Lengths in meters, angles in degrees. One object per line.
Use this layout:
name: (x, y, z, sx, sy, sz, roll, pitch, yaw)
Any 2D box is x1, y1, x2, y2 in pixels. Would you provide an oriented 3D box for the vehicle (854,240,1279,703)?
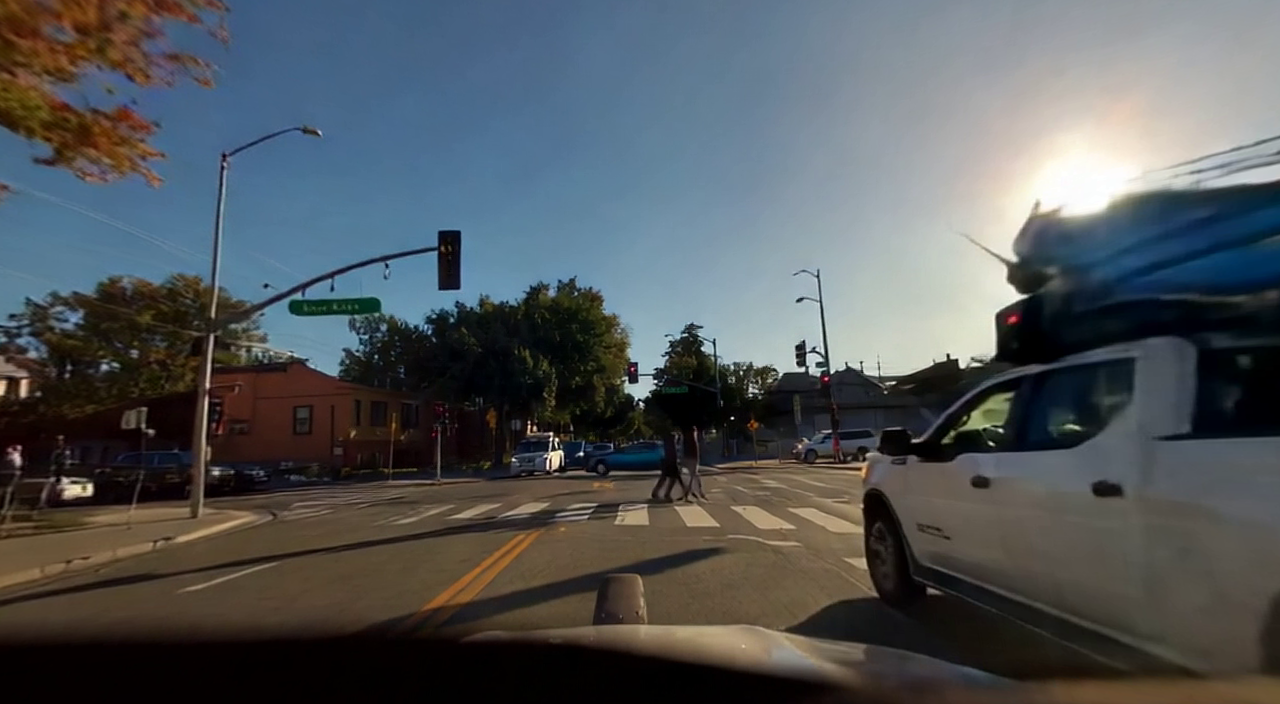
vehicle: (3.059, 0.810, 2.885, 2.177, 2.015, 5.463, 0, -9, -1)

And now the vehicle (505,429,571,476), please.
vehicle: (-6.109, 6.162, 39.023, 2.896, 2.560, 7.322, 0, -9, -1)

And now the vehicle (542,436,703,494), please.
vehicle: (-0.505, 3.514, 20.100, 4.771, 1.630, 1.979, 5, -10, -31)
